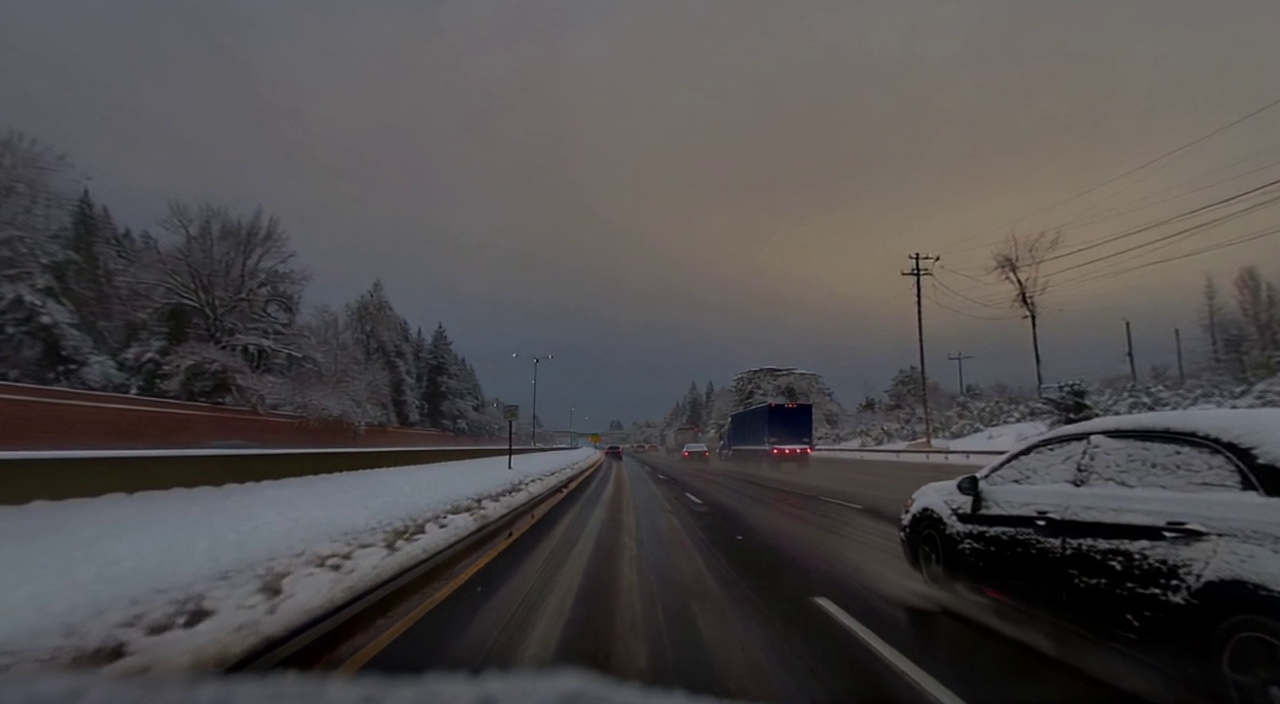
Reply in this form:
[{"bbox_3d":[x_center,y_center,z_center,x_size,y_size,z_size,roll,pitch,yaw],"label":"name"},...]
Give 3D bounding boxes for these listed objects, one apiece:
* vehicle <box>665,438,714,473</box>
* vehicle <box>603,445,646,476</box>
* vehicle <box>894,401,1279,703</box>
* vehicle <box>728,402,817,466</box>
[{"bbox_3d":[2.711,5.802,35.567,2.114,1.849,4.692,0,-9,-3],"label":"vehicle"},{"bbox_3d":[-0.806,5.534,32.414,2.083,1.477,3.965,0,-9,-2],"label":"vehicle"},{"bbox_3d":[3.369,1.121,3.696,1.922,1.465,4.165,0,-9,-2],"label":"vehicle"},{"bbox_3d":[9.722,6.532,48.989,2.914,4.134,15.553,0,-9,-3],"label":"vehicle"}]
